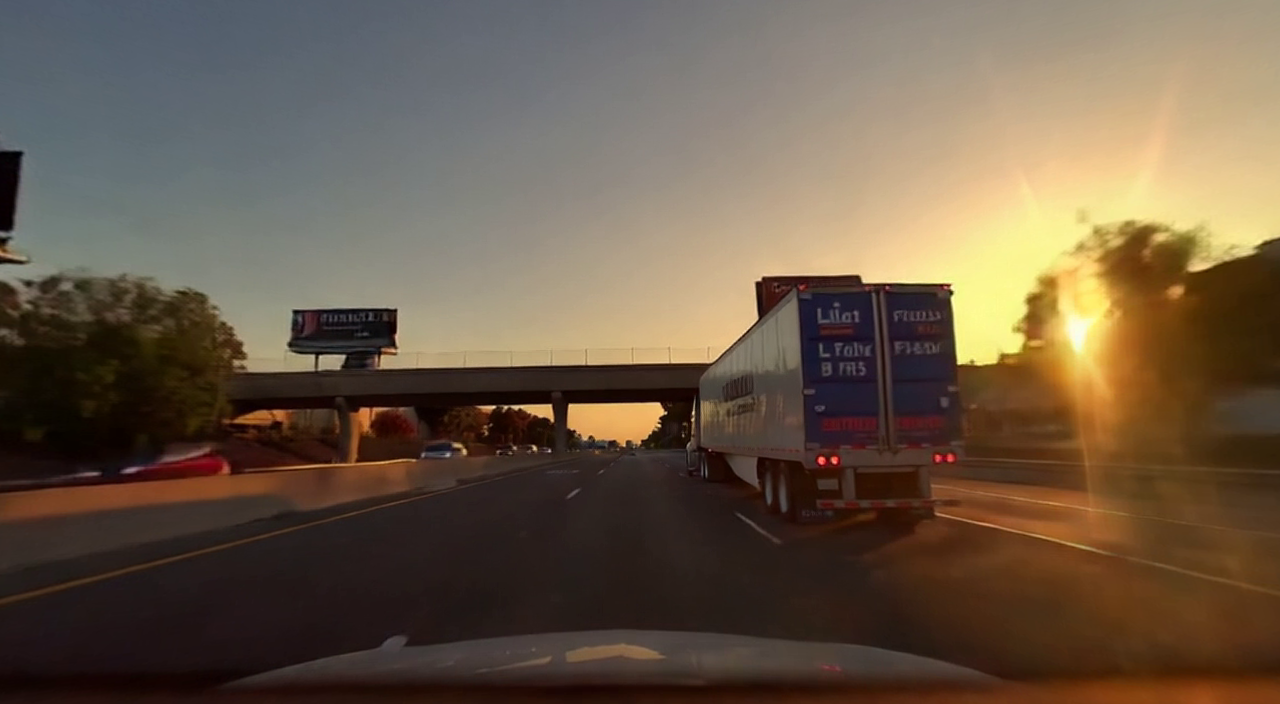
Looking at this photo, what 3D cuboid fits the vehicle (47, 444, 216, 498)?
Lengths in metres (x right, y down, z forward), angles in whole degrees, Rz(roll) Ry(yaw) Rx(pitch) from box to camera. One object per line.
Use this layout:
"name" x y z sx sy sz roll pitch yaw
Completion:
"vehicle" -14.848 3.458 18.769 1.825 1.400 3.849 0 -9 0

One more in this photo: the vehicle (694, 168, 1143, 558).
"vehicle" 3.737 1.295 15.549 2.891 4.387 17.121 0 -9 -2

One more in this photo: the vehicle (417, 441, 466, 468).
"vehicle" -10.633 5.531 34.105 1.545 1.371 3.313 0 -9 0
